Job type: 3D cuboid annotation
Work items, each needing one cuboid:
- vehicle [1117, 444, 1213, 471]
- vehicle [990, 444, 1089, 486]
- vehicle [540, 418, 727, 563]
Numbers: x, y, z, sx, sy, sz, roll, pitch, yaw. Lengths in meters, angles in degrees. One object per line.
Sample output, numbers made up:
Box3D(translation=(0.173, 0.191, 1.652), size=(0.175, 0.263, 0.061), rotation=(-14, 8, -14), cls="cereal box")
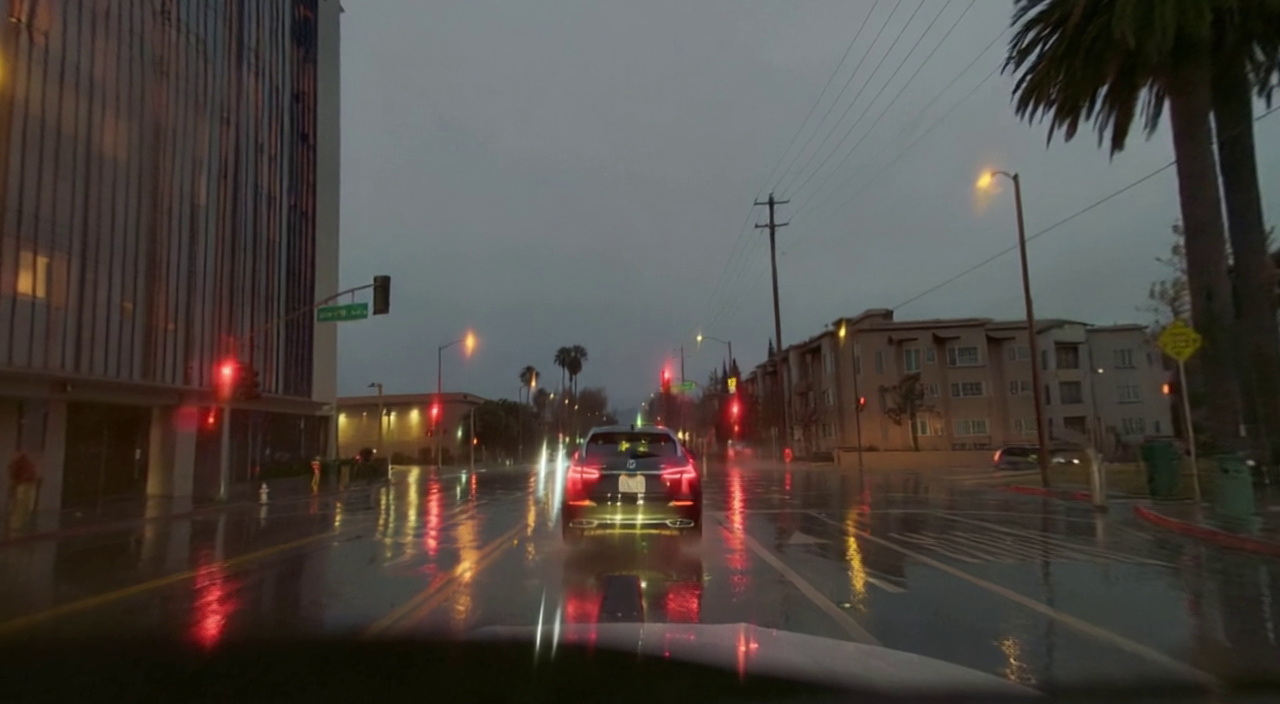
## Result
Box3D(translation=(32.162, 6.463, 38.761), size=(4.234, 1.613, 1.812), rotation=(0, -8, -1), cls="vehicle")
Box3D(translation=(16.633, 4.625, 26.222), size=(4.118, 1.593, 2.004), rotation=(6, -10, -36), cls="vehicle")
Box3D(translation=(-0.083, 1.877, 9.225), size=(2.144, 1.643, 3.770), rotation=(0, -8, 0), cls="vehicle")
